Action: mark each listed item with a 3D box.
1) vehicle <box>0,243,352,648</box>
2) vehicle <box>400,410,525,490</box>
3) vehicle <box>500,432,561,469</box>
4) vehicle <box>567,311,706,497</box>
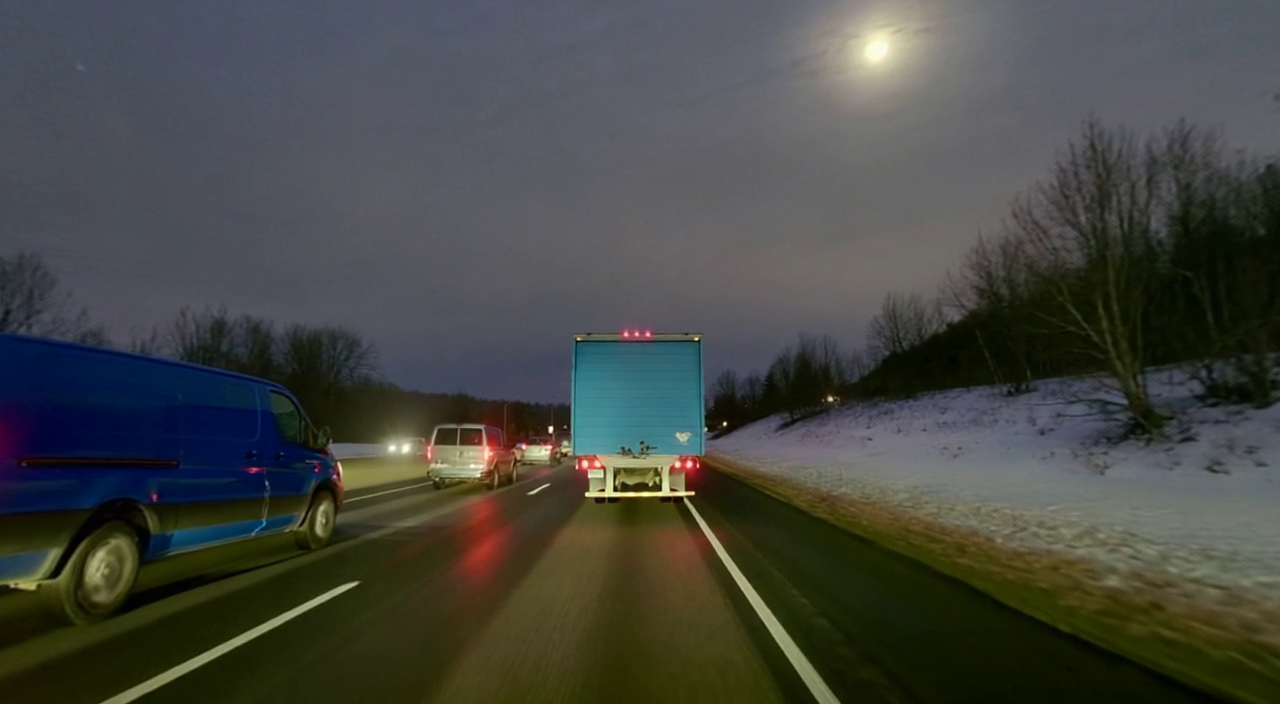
[{"bbox_3d":[-5.251,0.852,5.897,2.478,2.515,5.438,0,-8,0],"label":"vehicle"},{"bbox_3d":[-4.893,2.801,18.275,2.168,1.985,4.952,0,-8,0],"label":"vehicle"},{"bbox_3d":[-4.858,4.401,28.479,1.931,1.539,4.441,0,-8,0],"label":"vehicle"},{"bbox_3d":[-0.096,1.760,18.652,2.953,4.041,10.072,0,-8,0],"label":"vehicle"}]
